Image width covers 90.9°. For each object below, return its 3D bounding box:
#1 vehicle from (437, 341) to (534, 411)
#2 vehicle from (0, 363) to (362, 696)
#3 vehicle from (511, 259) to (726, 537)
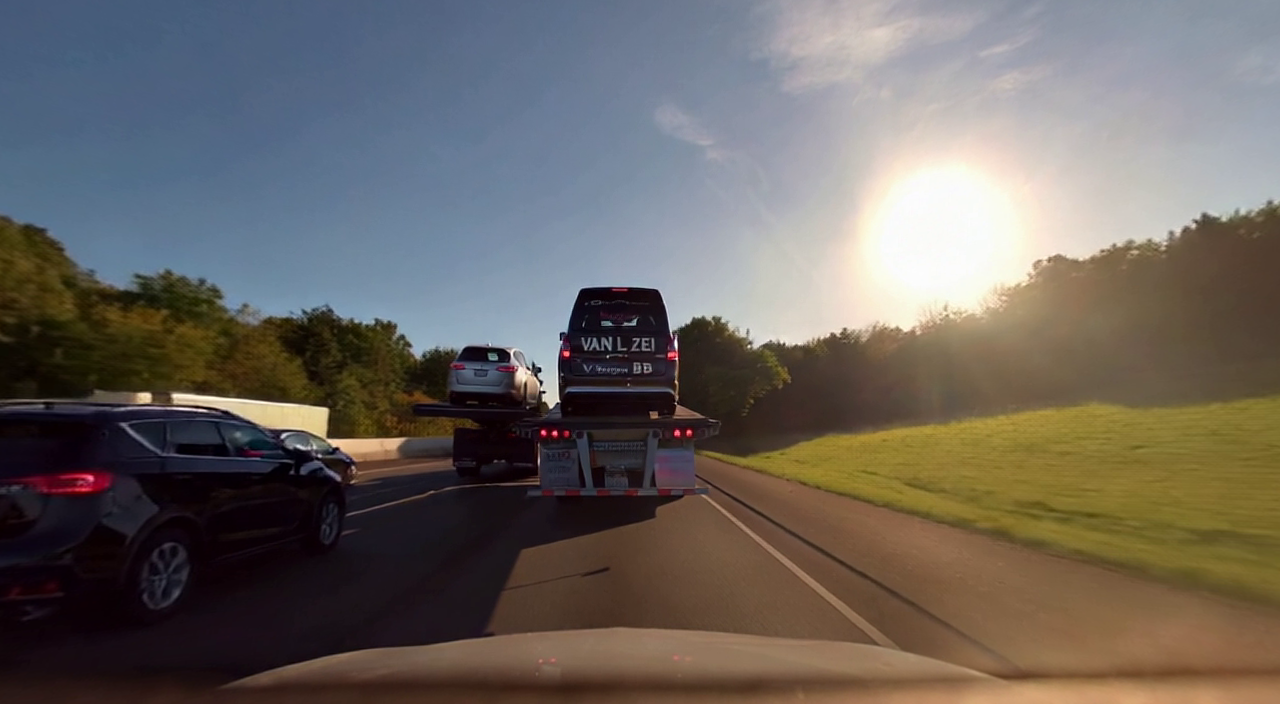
[{"bbox_3d":[-4.732,0.876,20.061,2.118,1.799,4.591,0,-7,-3],"label":"vehicle"},{"bbox_3d":[-4.237,1.168,5.289,1.914,1.675,4.331,0,-7,-2],"label":"vehicle"},{"bbox_3d":[-0.428,1.150,12.863,2.738,3.628,9.223,0,-7,-2],"label":"vehicle"}]
